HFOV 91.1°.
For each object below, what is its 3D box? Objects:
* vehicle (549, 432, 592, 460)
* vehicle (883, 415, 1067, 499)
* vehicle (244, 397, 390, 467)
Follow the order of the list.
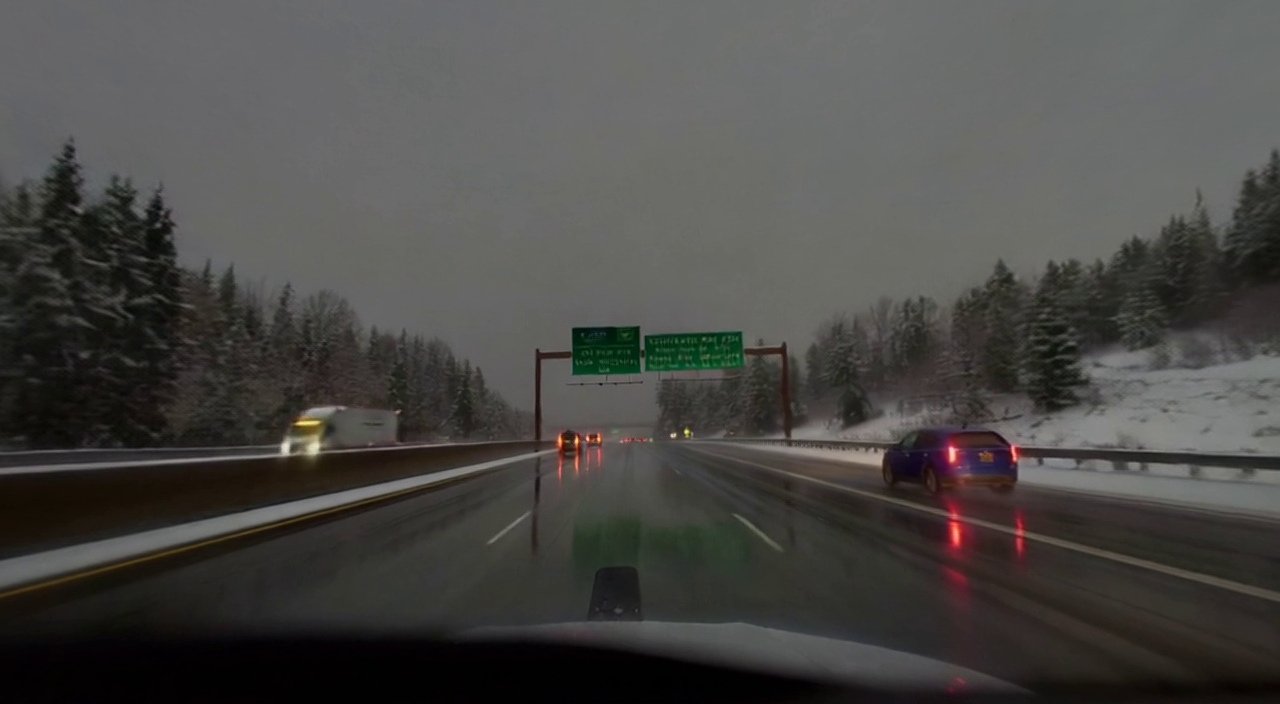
[{"bbox_3d":[-3.902,5.350,35.878,2.032,1.465,4.316,0,-8,-1],"label":"vehicle"},{"bbox_3d":[7.376,2.334,14.380,1.956,1.634,3.935,0,-8,-1],"label":"vehicle"},{"bbox_3d":[-21.556,5.608,43.599,2.899,4.010,14.107,-1,-8,-1],"label":"vehicle"}]
